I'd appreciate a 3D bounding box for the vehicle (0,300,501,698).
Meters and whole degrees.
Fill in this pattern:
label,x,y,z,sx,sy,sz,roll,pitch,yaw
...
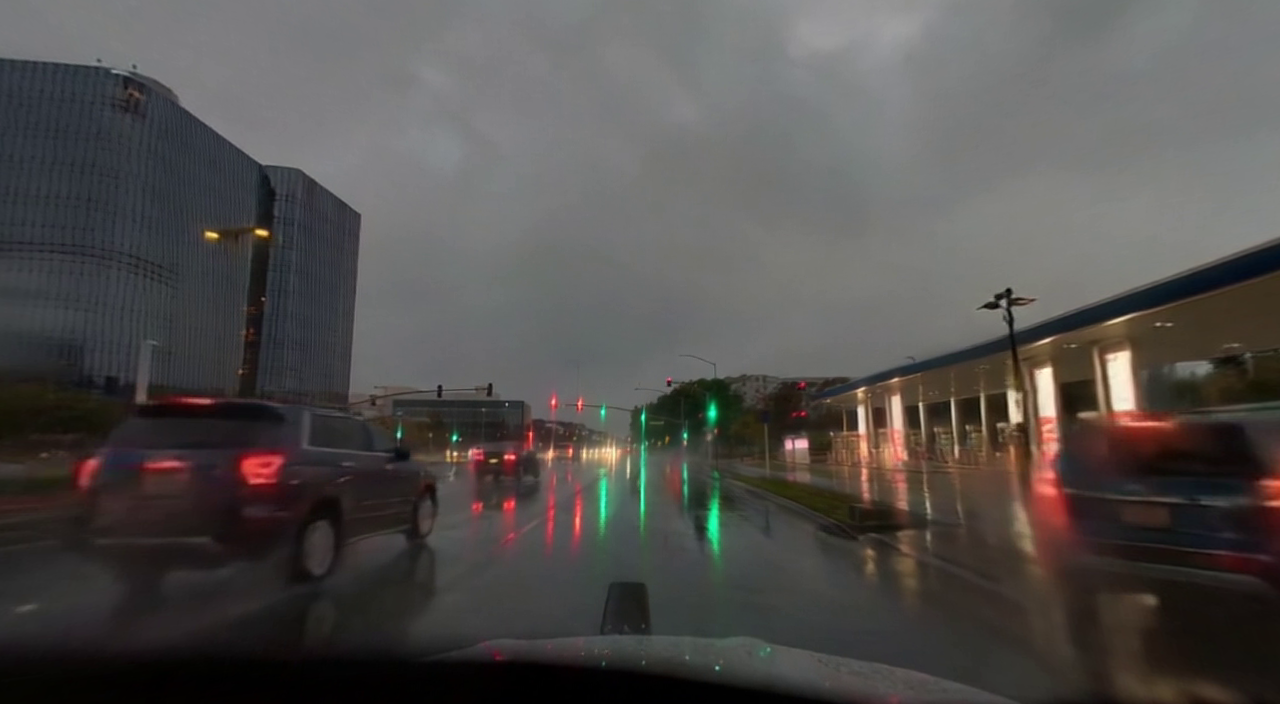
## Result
label,x,y,z,sx,sy,sz,roll,pitch,yaw
vehicle,-3.593,1.215,6.574,2.602,2.091,6.347,0,-8,2

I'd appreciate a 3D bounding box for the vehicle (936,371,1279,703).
label,x,y,z,sx,sy,sz,roll,pitch,yaw
vehicle,4.691,1.259,5.212,4.613,1.751,2.169,7,-11,-39

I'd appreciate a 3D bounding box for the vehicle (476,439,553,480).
label,x,y,z,sx,sy,sz,roll,pitch,yaw
vehicle,-4.944,4.280,25.447,1.900,1.473,4.425,-1,-8,4
